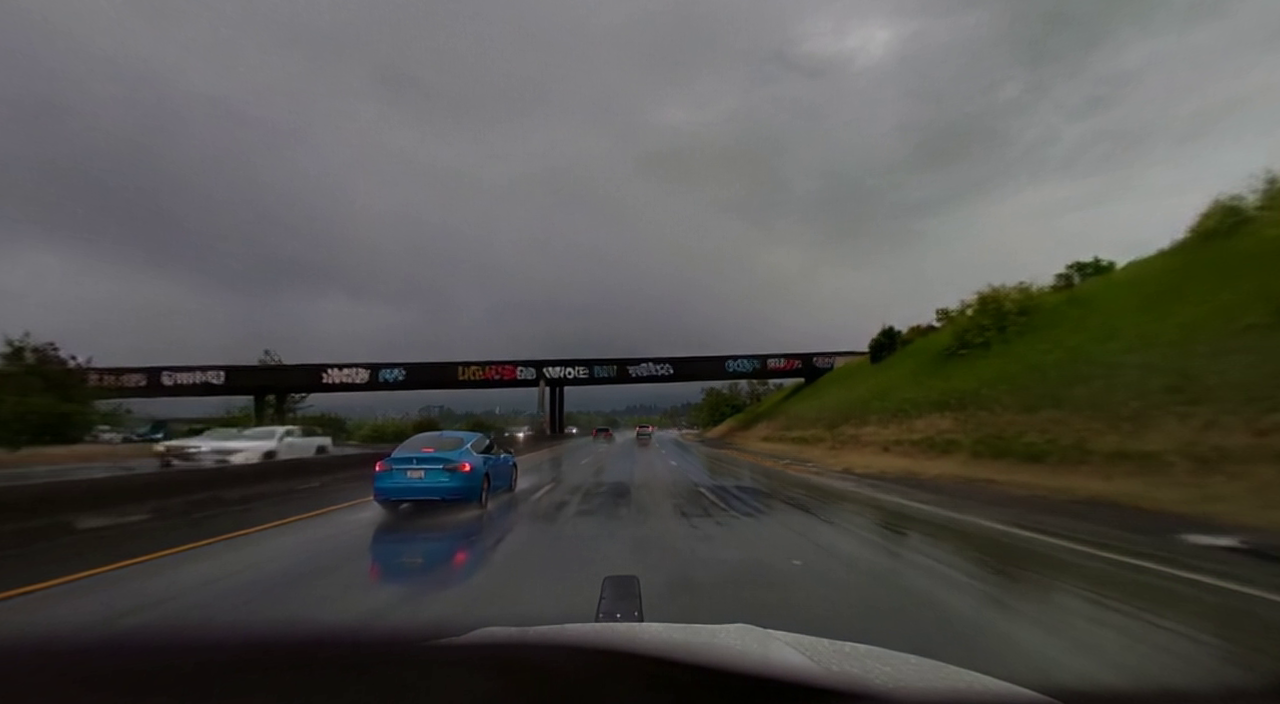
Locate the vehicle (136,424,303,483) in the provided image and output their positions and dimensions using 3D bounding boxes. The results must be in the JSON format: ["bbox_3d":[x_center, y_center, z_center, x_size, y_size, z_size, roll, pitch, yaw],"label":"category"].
[{"bbox_3d":[-12.636,3.058,19.401,1.979,1.566,4.599,0,-8,0],"label":"vehicle"}]

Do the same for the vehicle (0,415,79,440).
[{"bbox_3d":[-38.541,4.764,39.442,4.767,1.486,1.933,5,-9,-33],"label":"vehicle"}]

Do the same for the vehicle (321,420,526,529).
[{"bbox_3d":[-3.550,2.081,11.436,2.108,1.555,4.574,0,-8,0],"label":"vehicle"}]
